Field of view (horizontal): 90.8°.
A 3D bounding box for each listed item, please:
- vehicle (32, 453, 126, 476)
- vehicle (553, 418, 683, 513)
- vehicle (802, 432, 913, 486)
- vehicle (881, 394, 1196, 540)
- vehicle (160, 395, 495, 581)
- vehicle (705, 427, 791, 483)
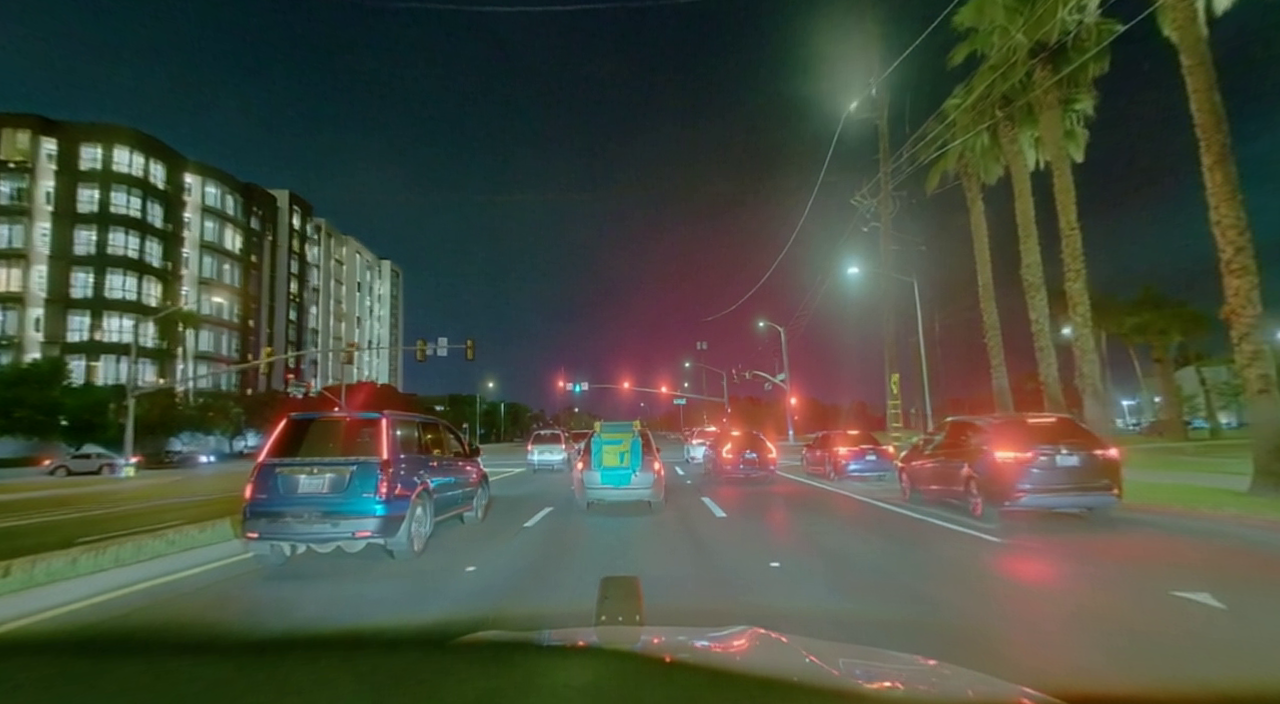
[{"bbox_3d":[-42.485,8.527,47.956,4.867,1.689,1.971,1,-9,-8],"label":"vehicle"},{"bbox_3d":[-0.438,2.334,13.417,2.302,1.681,4.217,0,-9,-1],"label":"vehicle"},{"bbox_3d":[6.518,3.266,19.516,1.764,1.451,4.300,0,-9,-2],"label":"vehicle"},{"bbox_3d":[6.490,1.970,11.371,2.130,1.979,5.310,0,-9,-1],"label":"vehicle"},{"bbox_3d":[-3.518,1.634,8.346,2.136,1.779,4.417,0,-9,0],"label":"vehicle"},{"bbox_3d":[3.322,3.273,20.310,1.975,1.598,4.025,0,-9,-1],"label":"vehicle"}]
